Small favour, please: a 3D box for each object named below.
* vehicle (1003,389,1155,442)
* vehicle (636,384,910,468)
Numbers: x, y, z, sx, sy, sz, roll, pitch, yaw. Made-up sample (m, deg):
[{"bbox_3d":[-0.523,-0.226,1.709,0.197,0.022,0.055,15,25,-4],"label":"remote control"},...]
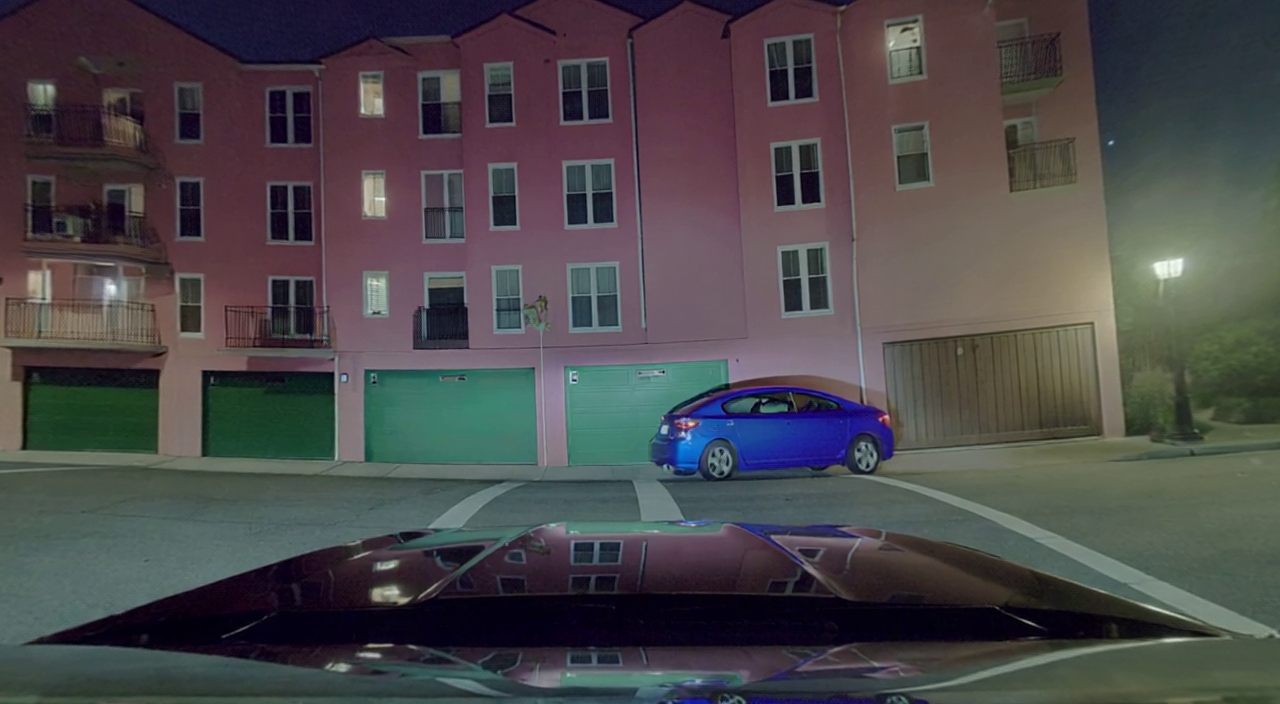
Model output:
[{"bbox_3d":[15.756,2.320,22.802,3.905,1.475,2.057,-5,-7,-4],"label":"vehicle"},{"bbox_3d":[2.293,1.413,11.838,4.697,1.444,1.825,0,-8,-1],"label":"vehicle"}]
